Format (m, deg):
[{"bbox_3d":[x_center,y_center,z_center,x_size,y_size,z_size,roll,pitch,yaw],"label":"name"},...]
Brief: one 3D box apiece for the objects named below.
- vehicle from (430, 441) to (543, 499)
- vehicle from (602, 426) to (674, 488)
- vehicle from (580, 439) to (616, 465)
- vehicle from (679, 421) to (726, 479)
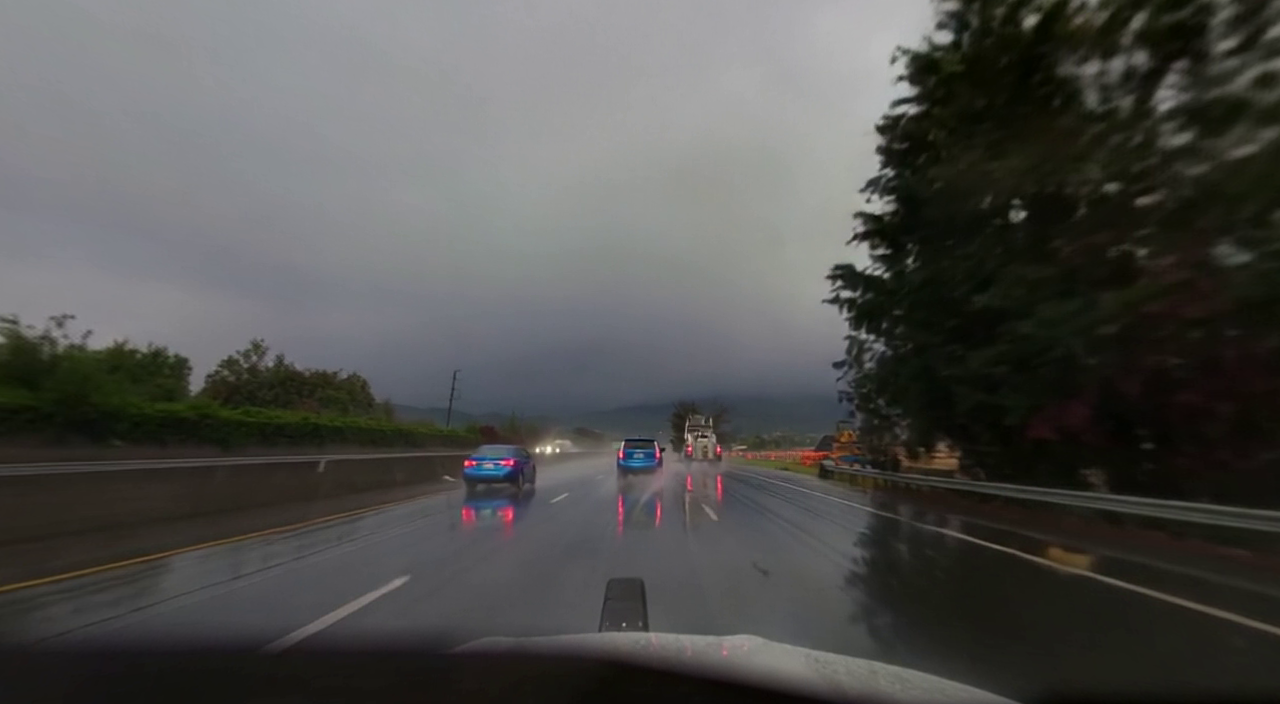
[{"bbox_3d":[-4.332,3.390,18.583,2.096,1.469,4.319,0,-8,2],"label":"vehicle"},{"bbox_3d":[-0.004,3.727,22.680,2.308,1.993,4.631,0,-8,2],"label":"vehicle"},{"bbox_3d":[-3.175,7.634,48.369,2.170,1.859,4.733,-1,-8,3],"label":"vehicle"},{"bbox_3d":[4.506,7.317,47.410,2.793,3.828,9.580,0,-8,2],"label":"vehicle"}]
